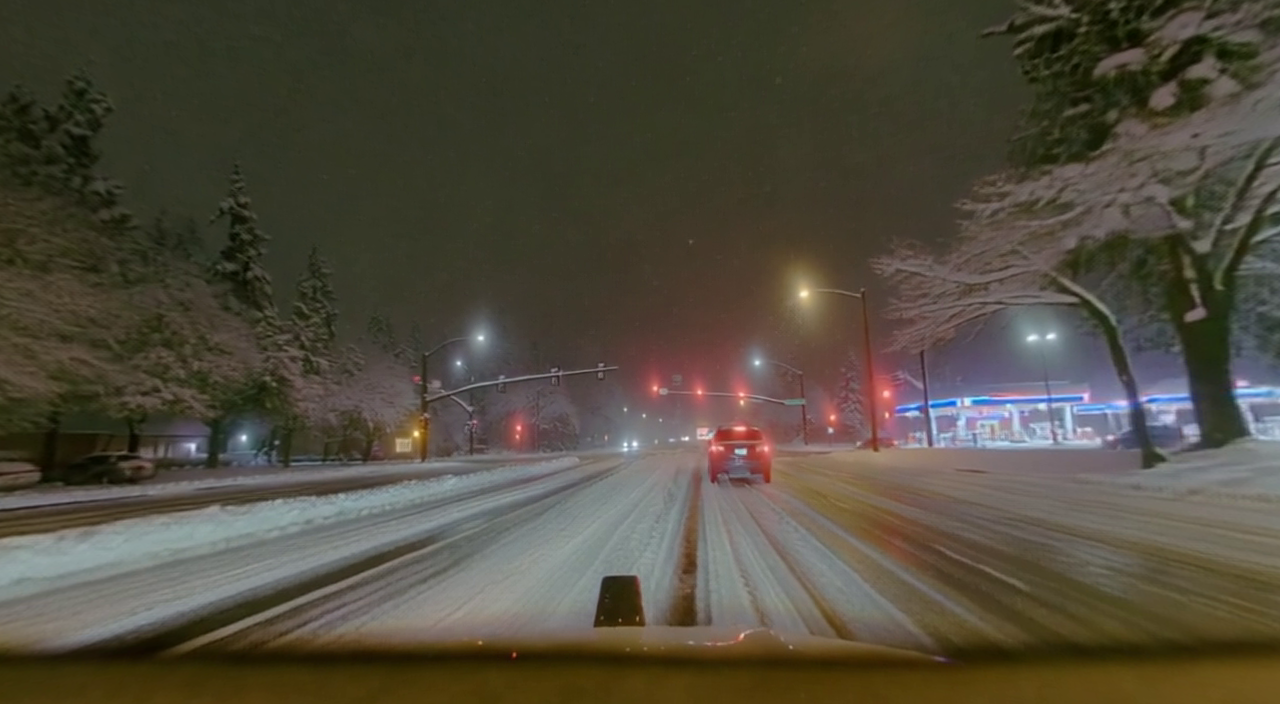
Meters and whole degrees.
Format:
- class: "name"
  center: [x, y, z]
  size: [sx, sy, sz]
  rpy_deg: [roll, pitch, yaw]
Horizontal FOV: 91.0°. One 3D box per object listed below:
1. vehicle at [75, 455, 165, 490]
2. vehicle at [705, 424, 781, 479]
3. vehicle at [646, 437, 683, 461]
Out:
- class: "vehicle"
  center: [-24.825, 5.705, 30.005]
  size: [4.538, 1.469, 1.912]
  rpy_deg: [-6, -10, 33]
- class: "vehicle"
  center: [3.467, 3.458, 22.025]
  size: [2.213, 1.715, 4.242]
  rpy_deg: [-1, -8, 4]
- class: "vehicle"
  center: [1.666, 6.371, 41.492]
  size: [2.100, 1.469, 3.872]
  rpy_deg: [-1, -8, 6]
